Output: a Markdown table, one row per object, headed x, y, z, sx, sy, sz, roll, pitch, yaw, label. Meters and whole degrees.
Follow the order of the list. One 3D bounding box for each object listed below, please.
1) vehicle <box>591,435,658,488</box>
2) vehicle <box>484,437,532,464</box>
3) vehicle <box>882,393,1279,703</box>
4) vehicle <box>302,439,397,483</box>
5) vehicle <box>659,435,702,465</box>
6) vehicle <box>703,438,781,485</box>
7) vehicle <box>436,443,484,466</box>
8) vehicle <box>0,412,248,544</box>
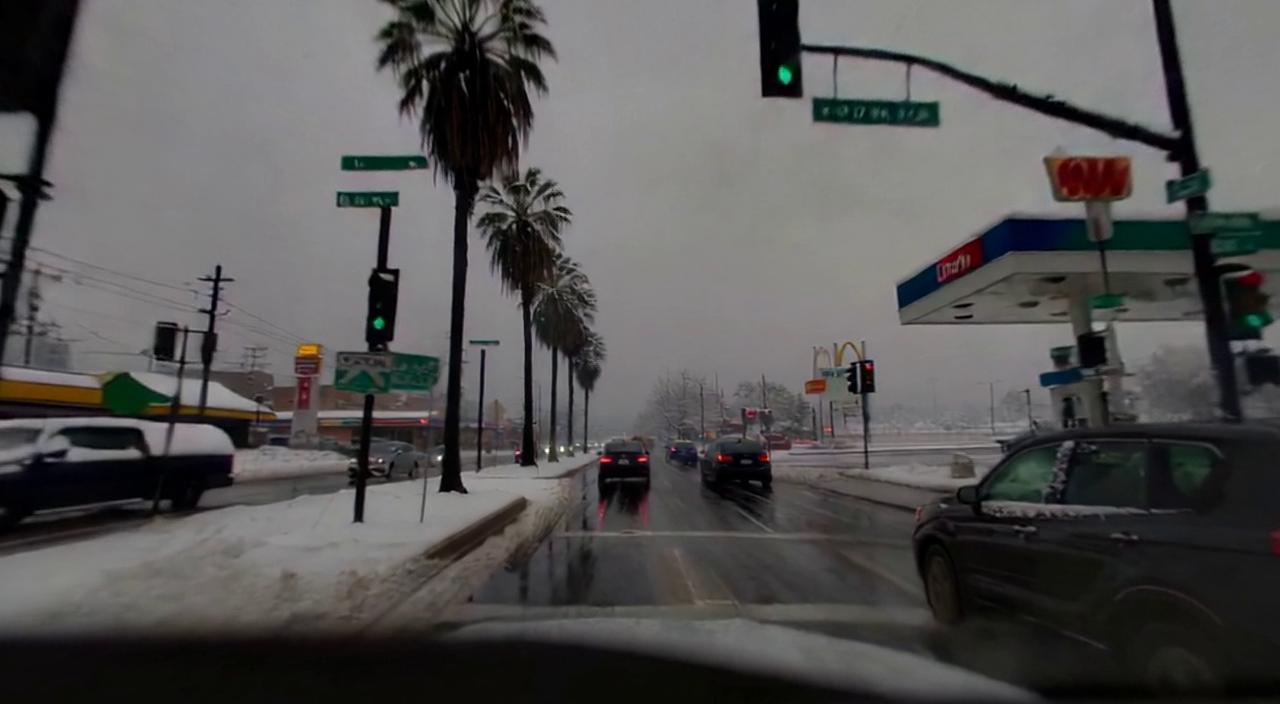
| x | y | z | sx | sy | sz | roll | pitch | yaw | label |
| --- | --- | --- | --- | --- | --- | --- | --- | --- | --- |
| -0.514 | 3.588 | 21.030 | 2.021 | 1.550 | 4.090 | 0 | -8 | -1 | vehicle |
| -8.788 | 6.611 | 42.535 | 1.980 | 1.719 | 4.963 | 0 | -8 | 2 | vehicle |
| 3.392 | 1.131 | 4.000 | 1.987 | 1.474 | 4.198 | 0 | -8 | -1 | vehicle |
| -12.540 | 4.719 | 27.658 | 2.006 | 1.737 | 4.537 | 0 | -8 | 0 | vehicle |
| 2.541 | 6.318 | 40.977 | 2.299 | 1.803 | 5.434 | 0 | -8 | -1 | vehicle |
| 3.410 | 3.763 | 22.042 | 1.889 | 1.448 | 4.262 | 0 | -8 | -2 | vehicle |
| -12.119 | 6.922 | 42.880 | 1.908 | 1.506 | 4.397 | 0 | -8 | 1 | vehicle |
| -10.178 | 2.171 | 11.491 | 2.252 | 1.871 | 5.727 | -1 | -8 | 2 | vehicle |
